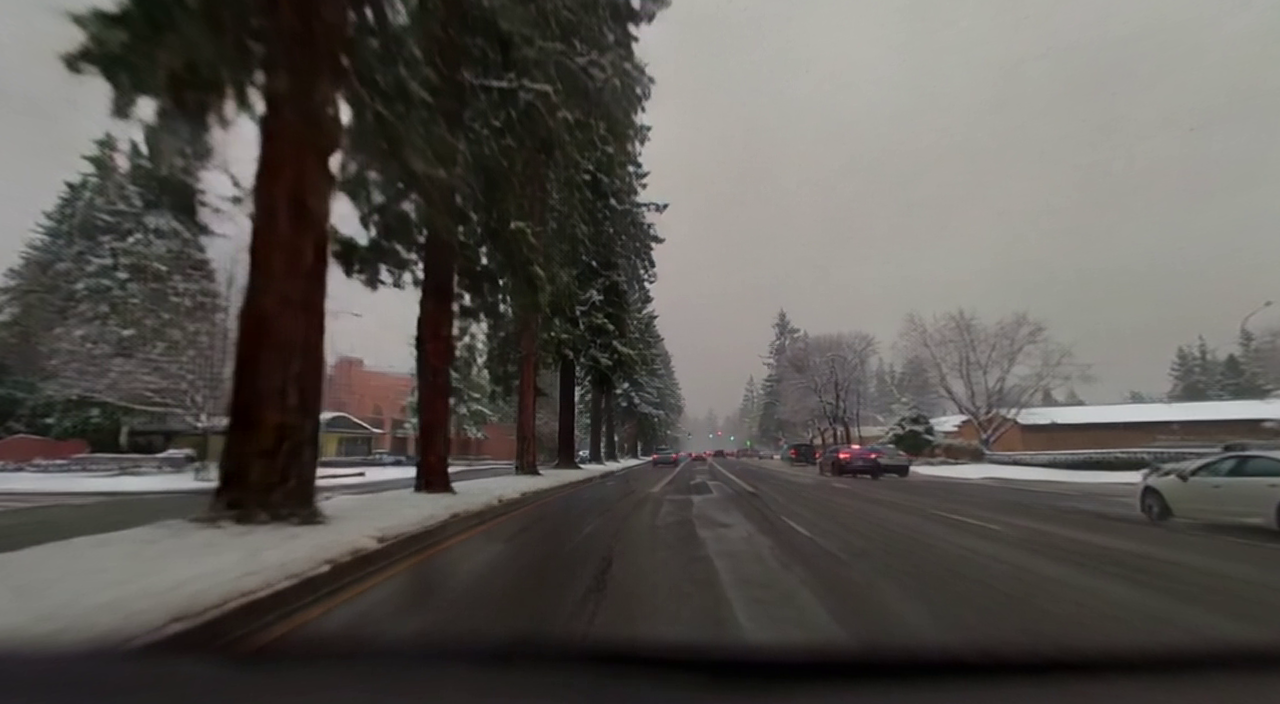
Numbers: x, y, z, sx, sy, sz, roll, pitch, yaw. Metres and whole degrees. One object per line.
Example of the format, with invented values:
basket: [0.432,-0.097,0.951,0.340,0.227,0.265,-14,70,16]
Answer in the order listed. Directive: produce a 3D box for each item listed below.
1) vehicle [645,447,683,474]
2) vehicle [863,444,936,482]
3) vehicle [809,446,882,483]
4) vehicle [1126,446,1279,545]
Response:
vehicle: [1.447,6.355,37.340,2.077,1.477,3.897,-1,-9,3]
vehicle: [12.680,5.417,31.170,1.945,1.687,4.292,-1,-9,3]
vehicle: [8.764,4.798,27.278,2.020,1.472,3.958,-1,-9,4]
vehicle: [10.785,2.323,10.536,1.888,1.508,4.646,-1,-9,4]
